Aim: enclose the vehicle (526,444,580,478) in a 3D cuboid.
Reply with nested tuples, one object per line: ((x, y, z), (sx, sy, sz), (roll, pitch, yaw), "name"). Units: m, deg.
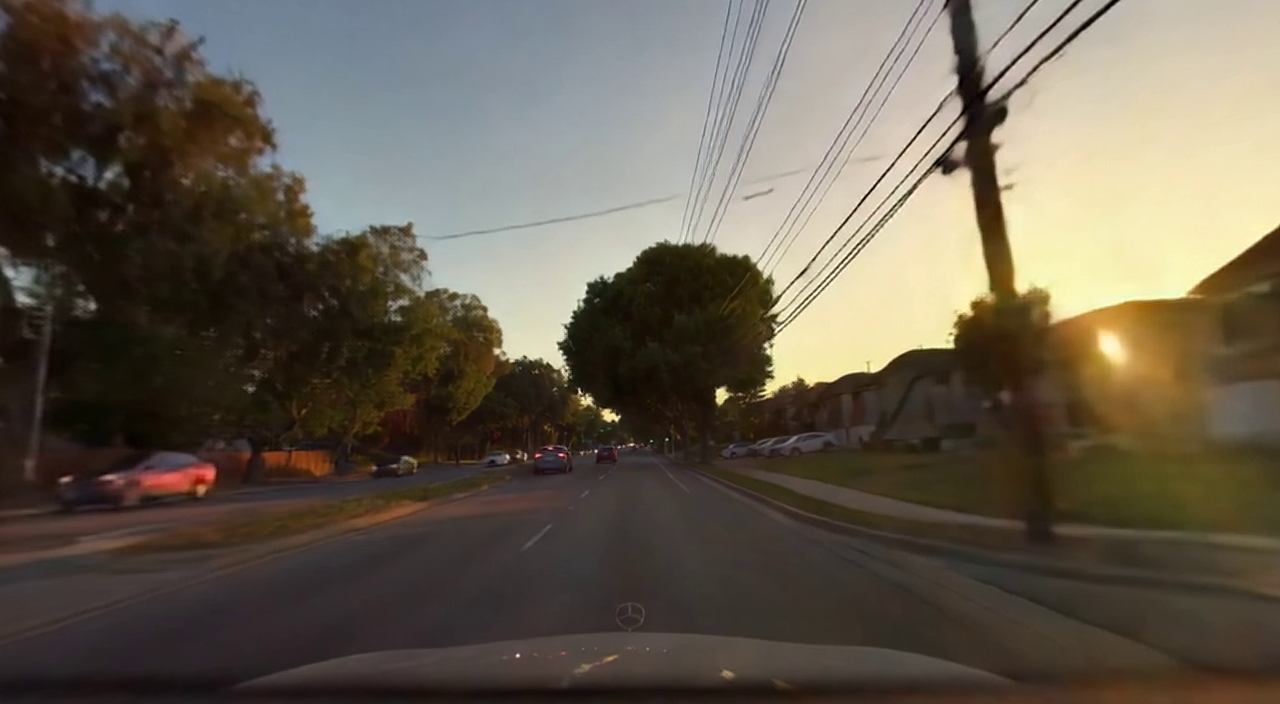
((-4.112, 5.223, 30.559), (2.084, 1.466, 4.522), (1, -9, -2), "vehicle")

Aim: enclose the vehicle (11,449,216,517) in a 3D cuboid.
((-14.731, 3.639, 18.095), (1.948, 1.632, 4.579), (1, -9, -2), "vehicle")

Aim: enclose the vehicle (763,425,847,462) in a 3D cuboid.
((10.653, 5.972, 40.967), (4.610, 1.853, 2.265), (-6, -9, -4), "vehicle")

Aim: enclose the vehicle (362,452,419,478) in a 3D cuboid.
((-16.163, 7.310, 41.046), (1.890, 1.490, 4.494), (1, -9, 0), "vehicle")
